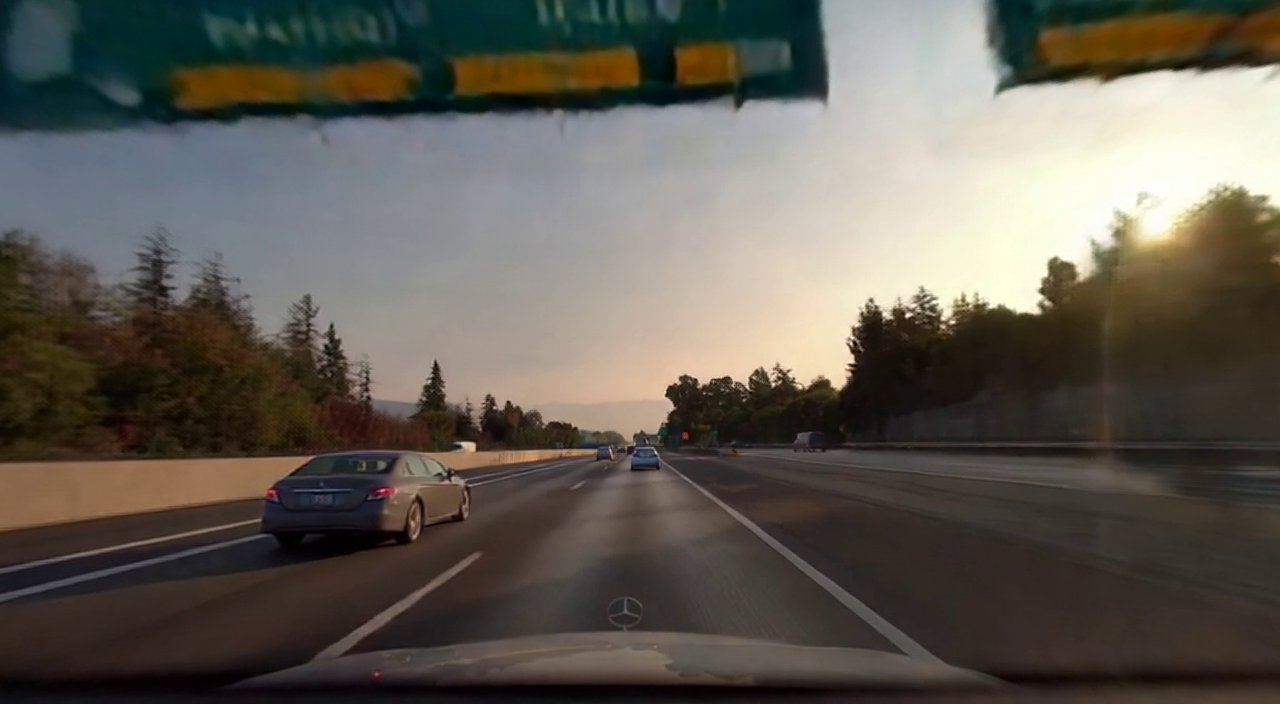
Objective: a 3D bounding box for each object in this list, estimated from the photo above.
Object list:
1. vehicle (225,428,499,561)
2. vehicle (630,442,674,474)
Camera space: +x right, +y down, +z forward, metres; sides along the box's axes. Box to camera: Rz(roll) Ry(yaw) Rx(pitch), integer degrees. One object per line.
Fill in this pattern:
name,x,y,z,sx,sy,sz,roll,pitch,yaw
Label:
vehicle,-3.600,1.921,9.208,2.062,1.474,4.151,0,-9,0
vehicle,0.558,5.131,30.599,2.002,1.449,3.612,0,-9,0
